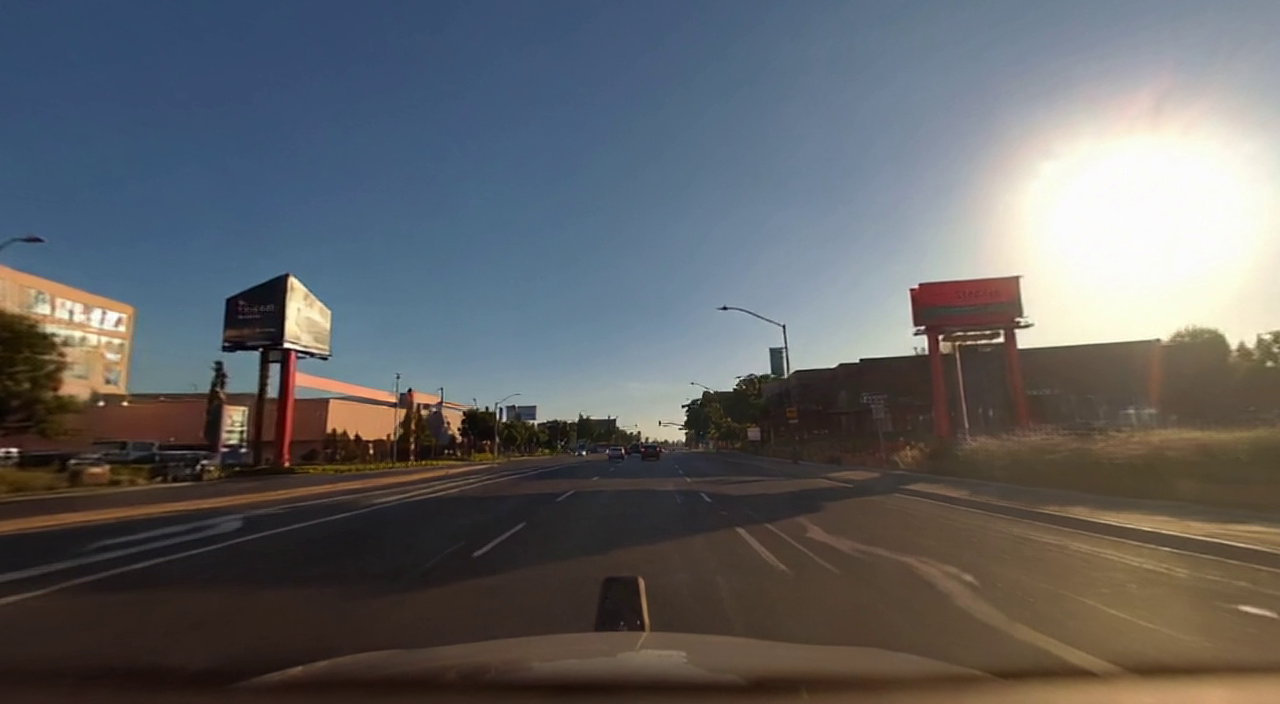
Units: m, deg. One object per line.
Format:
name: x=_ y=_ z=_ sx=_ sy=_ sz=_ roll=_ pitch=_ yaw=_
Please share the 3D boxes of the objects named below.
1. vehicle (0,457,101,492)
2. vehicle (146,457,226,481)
vehicle: x=-29.388 y=5.862 z=30.643 sx=1.960 sy=1.478 sz=4.949 roll=0 pitch=-9 yaw=3
vehicle: x=-28.863 y=7.433 z=40.366 sx=1.882 sy=1.401 sz=4.476 roll=1 pitch=-9 yaw=-2
